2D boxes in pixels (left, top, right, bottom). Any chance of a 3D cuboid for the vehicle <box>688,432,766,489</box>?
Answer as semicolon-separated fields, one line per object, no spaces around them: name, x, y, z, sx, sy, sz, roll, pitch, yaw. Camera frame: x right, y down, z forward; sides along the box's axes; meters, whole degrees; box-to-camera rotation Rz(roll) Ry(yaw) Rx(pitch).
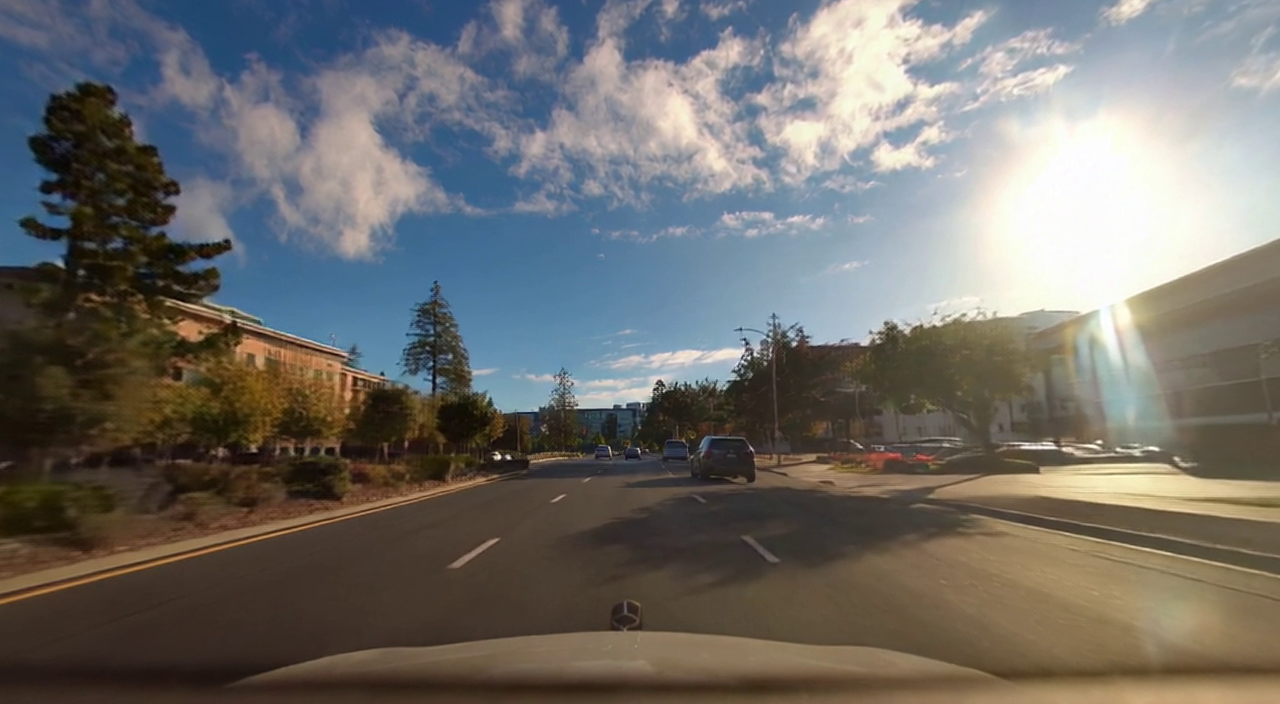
vehicle;3.006;3.870;22.829;2.060;1.816;4.343;0;-9;-2

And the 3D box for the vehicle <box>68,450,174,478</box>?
vehicle;-33.341;7.189;40.710;4.932;1.730;1.939;0;-9;-3
